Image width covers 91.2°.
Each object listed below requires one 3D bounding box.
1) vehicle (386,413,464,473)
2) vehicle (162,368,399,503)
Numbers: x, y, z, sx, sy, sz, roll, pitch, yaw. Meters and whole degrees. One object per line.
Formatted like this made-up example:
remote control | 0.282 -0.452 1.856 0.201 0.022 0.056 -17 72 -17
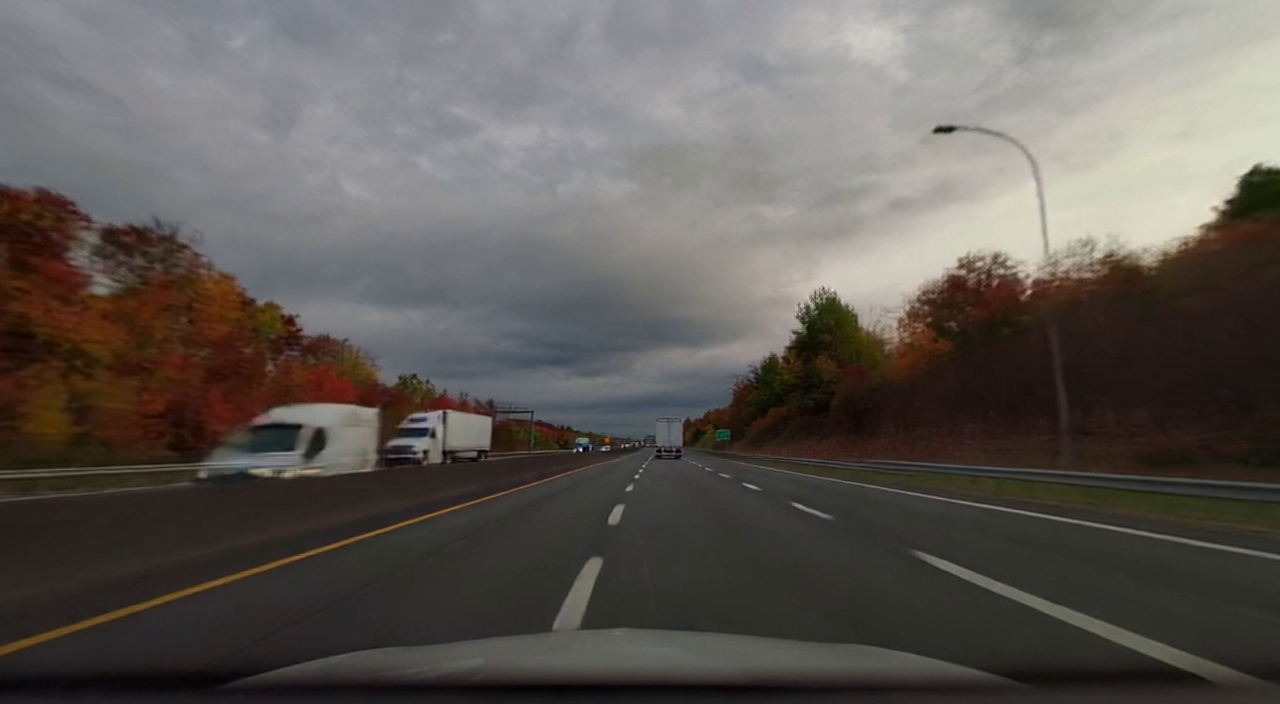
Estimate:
vehicle | -14.278 6.151 42.182 2.938 3.697 5.821 -1 -9 2
vehicle | -10.677 2.713 19.940 2.770 3.421 7.624 -1 -9 2
